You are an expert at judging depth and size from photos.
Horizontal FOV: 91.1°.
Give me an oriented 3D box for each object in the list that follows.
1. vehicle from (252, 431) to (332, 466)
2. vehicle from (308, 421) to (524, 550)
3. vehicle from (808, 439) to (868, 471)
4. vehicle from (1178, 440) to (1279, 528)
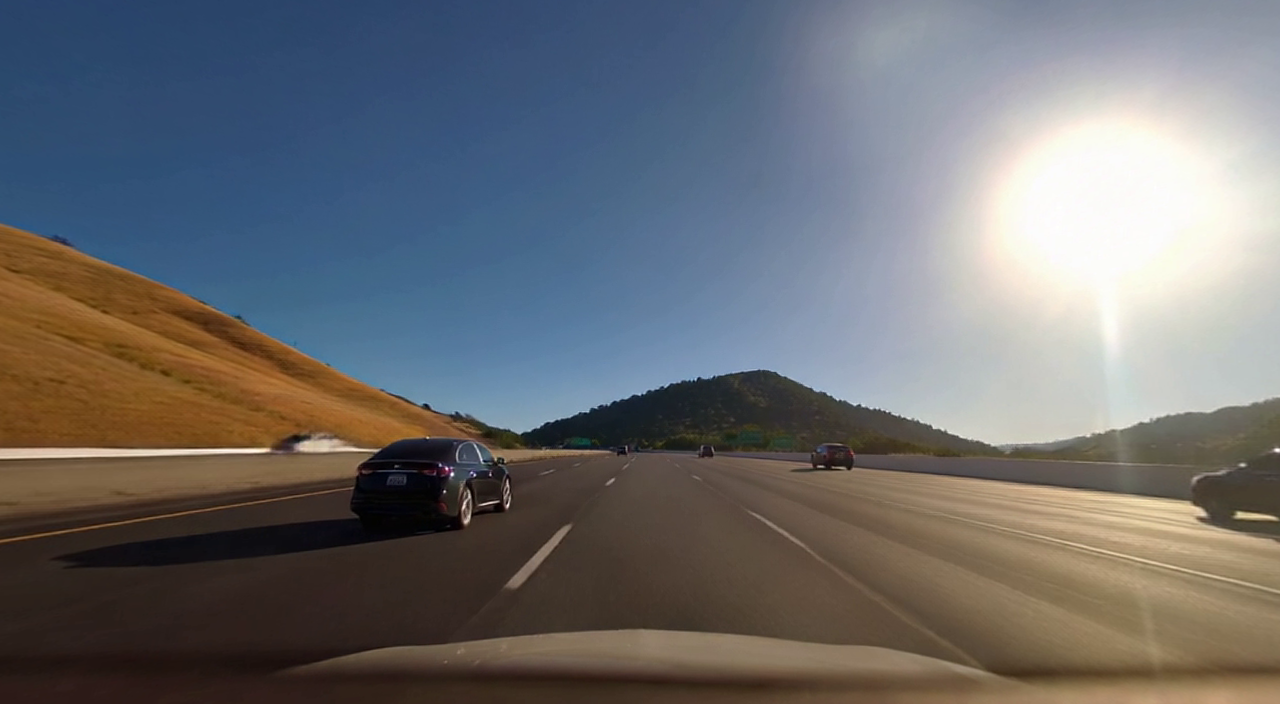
[{"bbox_3d":[-24.765,6.899,44.993,2.195,2.267,5.801,0,-9,1],"label":"vehicle"},{"bbox_3d":[-3.209,1.988,9.977,1.967,1.615,3.886,0,-9,0],"label":"vehicle"},{"bbox_3d":[11.726,6.118,37.504,2.062,1.736,4.589,0,-9,0],"label":"vehicle"},{"bbox_3d":[11.536,2.106,9.896,1.982,1.443,4.635,0,-9,0],"label":"vehicle"}]
